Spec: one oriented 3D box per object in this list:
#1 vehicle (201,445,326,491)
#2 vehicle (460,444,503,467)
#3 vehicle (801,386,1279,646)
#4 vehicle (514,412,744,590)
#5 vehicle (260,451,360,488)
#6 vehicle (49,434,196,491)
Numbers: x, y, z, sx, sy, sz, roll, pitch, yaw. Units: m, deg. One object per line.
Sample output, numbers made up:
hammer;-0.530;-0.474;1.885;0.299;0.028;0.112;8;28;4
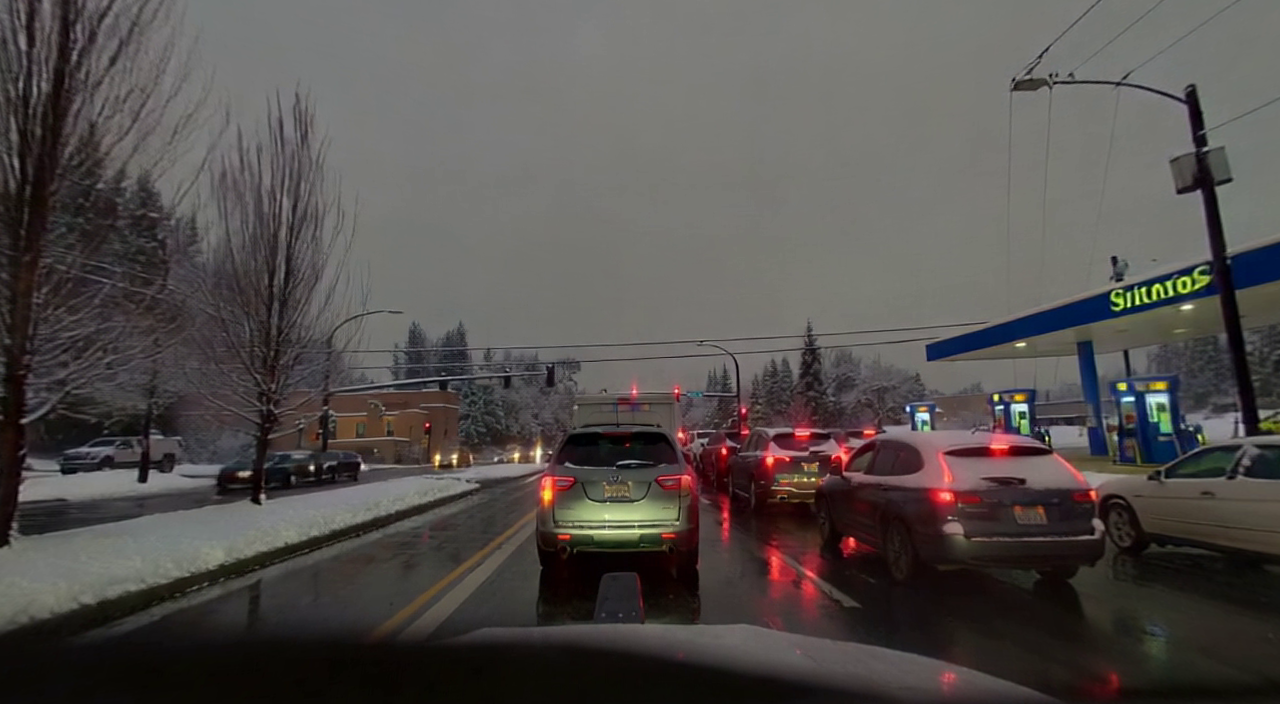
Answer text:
vehicle;-17.839;5.472;30.396;2.325;1.938;5.913;0;-9;0
vehicle;-11.427;7.494;45.860;1.955;1.546;4.232;-1;-9;1
vehicle;3.360;1.411;6.476;2.056;1.700;4.399;0;-9;-3
vehicle;-0.141;1.651;7.736;2.106;1.613;3.697;0;-9;-1
vehicle;-14.854;5.281;28.758;2.011;1.465;4.528;-1;-9;1
vehicle;-26.938;5.753;33.317;2.571;2.711;6.027;0;-9;-1
